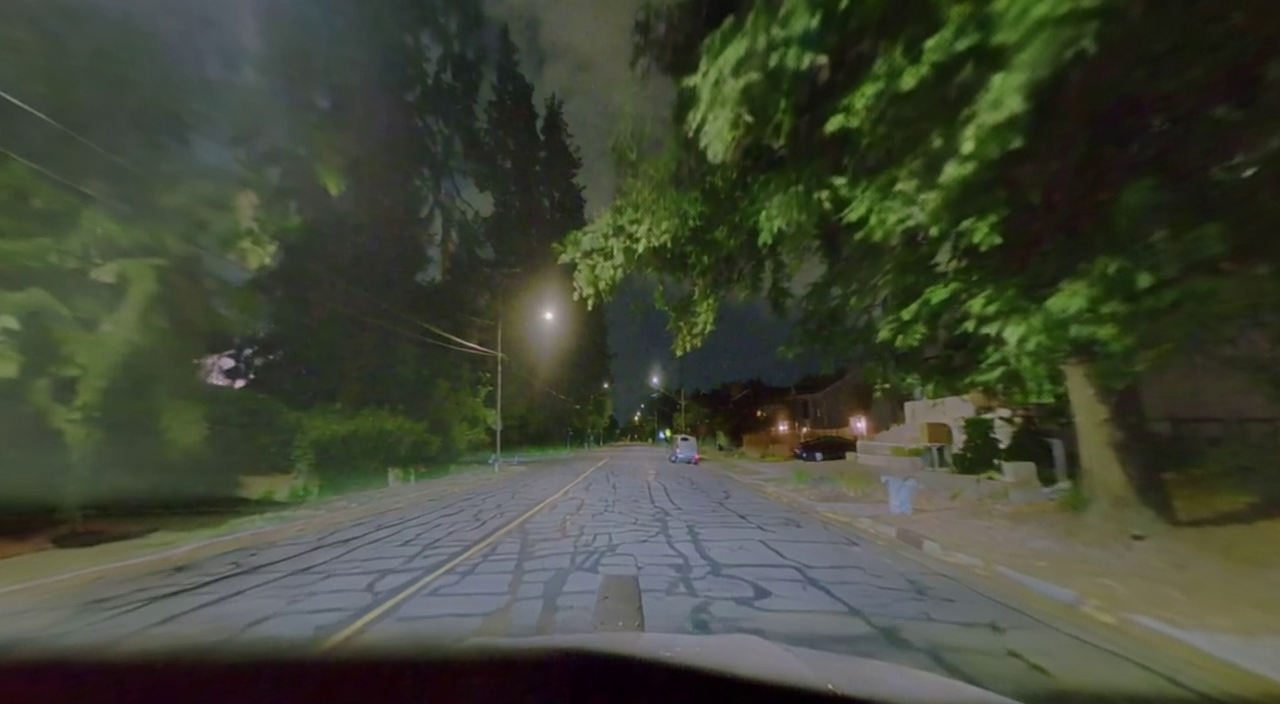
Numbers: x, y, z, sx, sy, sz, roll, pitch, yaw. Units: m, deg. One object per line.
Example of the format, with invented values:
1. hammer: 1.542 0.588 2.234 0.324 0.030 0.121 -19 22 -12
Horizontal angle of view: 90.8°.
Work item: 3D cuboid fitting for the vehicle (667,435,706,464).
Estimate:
1. vehicle: 2.826 6.076 39.458 2.086 1.726 4.384 0 -9 -1
